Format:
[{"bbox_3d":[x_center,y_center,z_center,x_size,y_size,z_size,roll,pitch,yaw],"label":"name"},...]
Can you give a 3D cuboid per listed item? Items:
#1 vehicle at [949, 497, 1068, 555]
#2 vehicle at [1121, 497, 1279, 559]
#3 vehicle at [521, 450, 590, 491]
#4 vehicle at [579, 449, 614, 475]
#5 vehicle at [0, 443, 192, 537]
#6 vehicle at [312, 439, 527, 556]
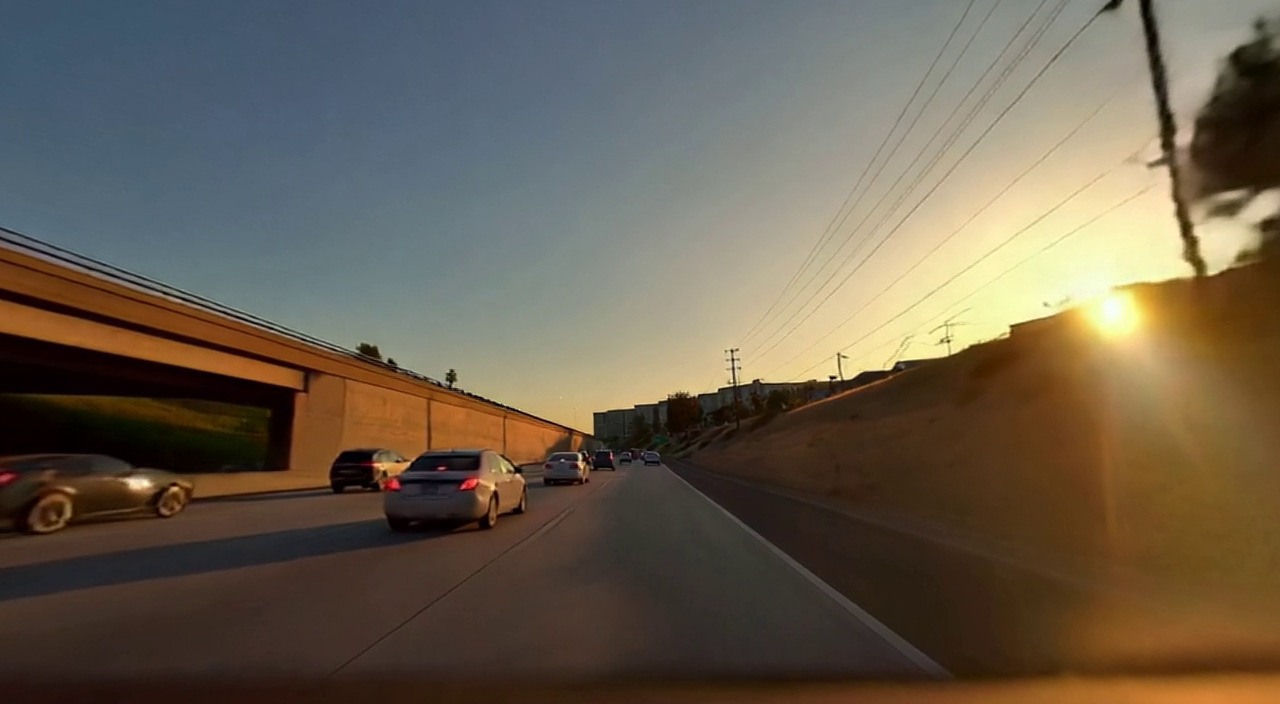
[{"bbox_3d":[13.065,6.151,22.639,1.853,1.586,3.727,1,-8,-3],"label":"vehicle"},{"bbox_3d":[21.365,6.610,24.123,1.941,1.715,4.868,1,-8,-2],"label":"vehicle"},{"bbox_3d":[-3.272,4.683,25.325,2.056,1.449,4.330,0,-8,2],"label":"vehicle"},{"bbox_3d":[-3.009,7.691,44.344,2.052,1.731,4.372,0,-8,2],"label":"vehicle"},{"bbox_3d":[-11.083,2.522,12.164,1.981,1.484,3.827,0,-8,1],"label":"vehicle"},{"bbox_3d":[-3.281,2.226,10.444,1.939,1.511,4.246,0,-8,1],"label":"vehicle"}]
